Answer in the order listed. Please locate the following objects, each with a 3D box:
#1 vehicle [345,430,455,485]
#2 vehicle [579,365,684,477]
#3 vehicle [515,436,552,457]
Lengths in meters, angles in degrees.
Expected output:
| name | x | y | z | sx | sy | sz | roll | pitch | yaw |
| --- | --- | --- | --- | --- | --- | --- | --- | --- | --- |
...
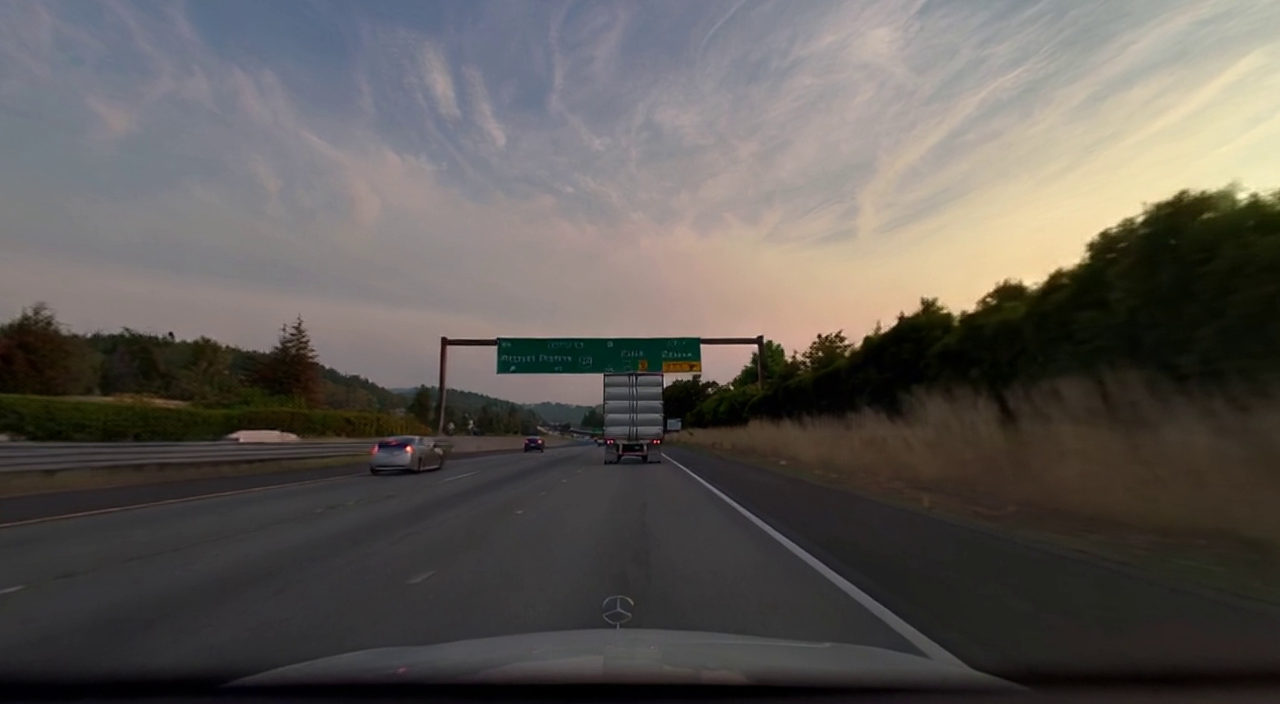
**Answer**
| name | x | y | z | sx | sy | sz | roll | pitch | yaw |
| --- | --- | --- | --- | --- | --- | --- | --- | --- | --- |
| vehicle | -7.118 | 3.145 | 19.054 | 1.856 | 1.479 | 3.710 | 0 | -8 | 0 |
| vehicle | -0.344 | 3.034 | 26.210 | 3.033 | 3.223 | 14.836 | 2 | -8 | -1 |
| vehicle | -7.807 | 6.925 | 46.289 | 1.949 | 1.437 | 4.296 | 0 | -8 | 0 |
